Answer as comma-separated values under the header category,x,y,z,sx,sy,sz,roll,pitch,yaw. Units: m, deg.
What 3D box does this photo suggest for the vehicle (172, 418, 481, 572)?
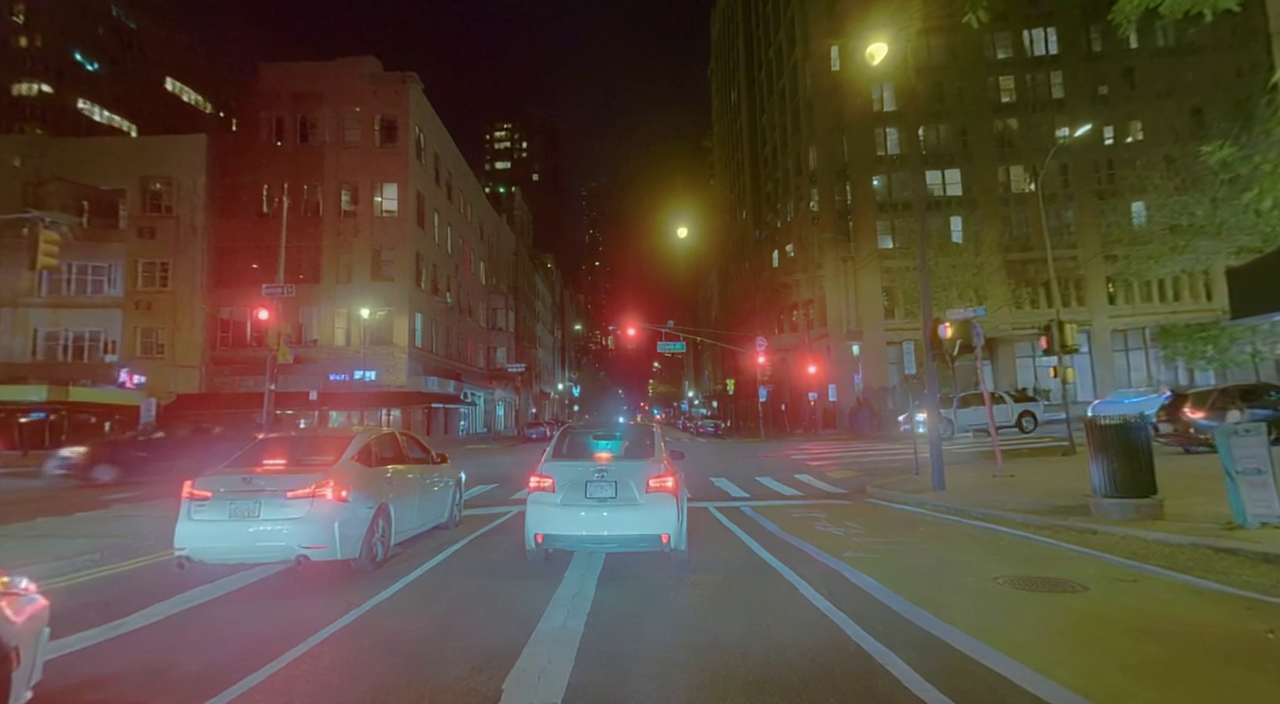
category,x,y,z,sx,sy,sz,roll,pitch,yaw
vehicle,-3.685,1.749,8.518,1.934,1.522,4.287,0,-8,0

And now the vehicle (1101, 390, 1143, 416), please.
category,x,y,z,sx,sy,sz,roll,pitch,yaw
vehicle,37.316,4.000,49.009,1.958,1.667,4.392,-5,-10,30

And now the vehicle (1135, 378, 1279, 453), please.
category,x,y,z,sx,sy,sz,roll,pitch,yaw
vehicle,21.629,2.356,22.876,5.863,2.493,2.354,2,-9,-12

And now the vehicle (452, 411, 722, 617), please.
category,x,y,z,sx,sy,sz,roll,pitch,yaw
vehicle,-0.407,1.497,6.725,1.999,1.520,3.896,0,-8,0

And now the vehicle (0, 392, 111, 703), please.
category,x,y,z,sx,sy,sz,roll,pitch,yaw
vehicle,-3.903,0.701,1.171,1.995,1.524,4.438,0,-8,0
